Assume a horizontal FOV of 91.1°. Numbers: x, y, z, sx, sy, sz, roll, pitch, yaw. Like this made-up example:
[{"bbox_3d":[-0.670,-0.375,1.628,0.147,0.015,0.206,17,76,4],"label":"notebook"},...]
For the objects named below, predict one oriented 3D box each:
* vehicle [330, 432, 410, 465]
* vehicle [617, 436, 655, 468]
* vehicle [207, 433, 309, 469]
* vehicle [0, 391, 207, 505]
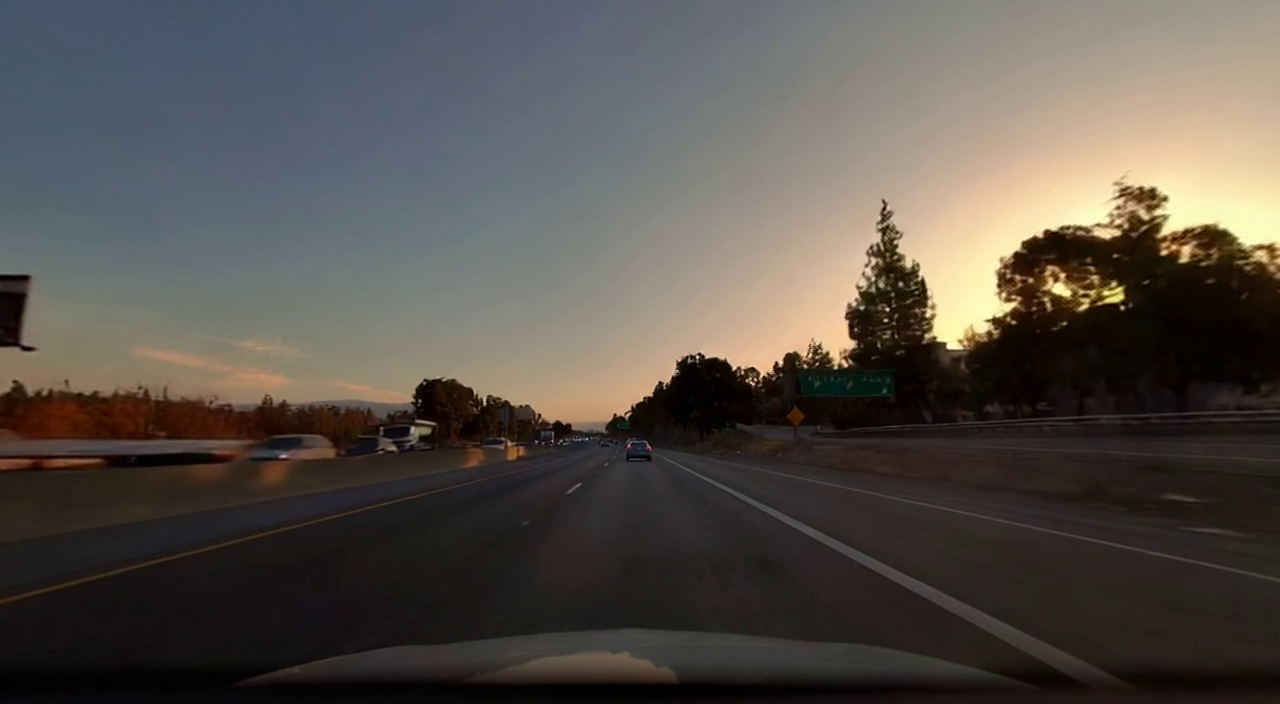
[{"bbox_3d":[-17.725,6.375,41.671,2.609,2.002,6.224,0,-8,-1],"label":"vehicle"},{"bbox_3d":[-0.278,5.714,36.038,2.029,1.666,4.064,0,-8,-2],"label":"vehicle"},{"bbox_3d":[-22.302,5.828,37.034,2.308,1.924,5.804,0,-8,0],"label":"vehicle"},{"bbox_3d":[-17.352,2.174,14.093,2.980,2.800,17.319,0,-8,1],"label":"vehicle"}]
